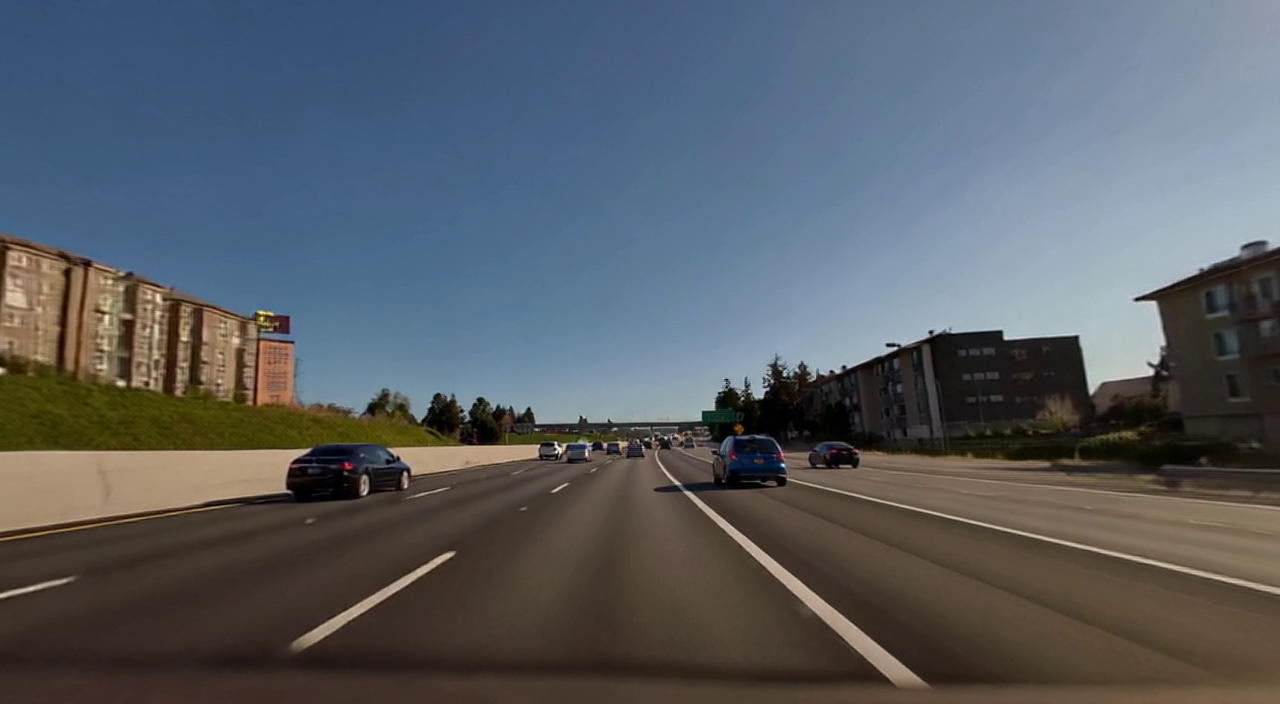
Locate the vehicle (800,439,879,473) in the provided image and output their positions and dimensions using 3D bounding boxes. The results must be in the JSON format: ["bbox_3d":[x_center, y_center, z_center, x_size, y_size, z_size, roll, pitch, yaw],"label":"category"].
[{"bbox_3d":[9.145,4.813,29.372,2.061,1.459,4.273,0,-9,-3],"label":"vehicle"}]

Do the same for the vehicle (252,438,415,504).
[{"bbox_3d":[-7.824,3.055,16.734,2.021,1.496,4.495,0,-9,0],"label":"vehicle"}]

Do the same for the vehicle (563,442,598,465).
[{"bbox_3d":[-4.035,6.969,43.624,2.002,1.466,4.378,0,-9,0],"label":"vehicle"}]

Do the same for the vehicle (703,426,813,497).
[{"bbox_3d":[3.079,2.980,17.478,2.080,1.694,4.286,0,-9,-2],"label":"vehicle"}]
